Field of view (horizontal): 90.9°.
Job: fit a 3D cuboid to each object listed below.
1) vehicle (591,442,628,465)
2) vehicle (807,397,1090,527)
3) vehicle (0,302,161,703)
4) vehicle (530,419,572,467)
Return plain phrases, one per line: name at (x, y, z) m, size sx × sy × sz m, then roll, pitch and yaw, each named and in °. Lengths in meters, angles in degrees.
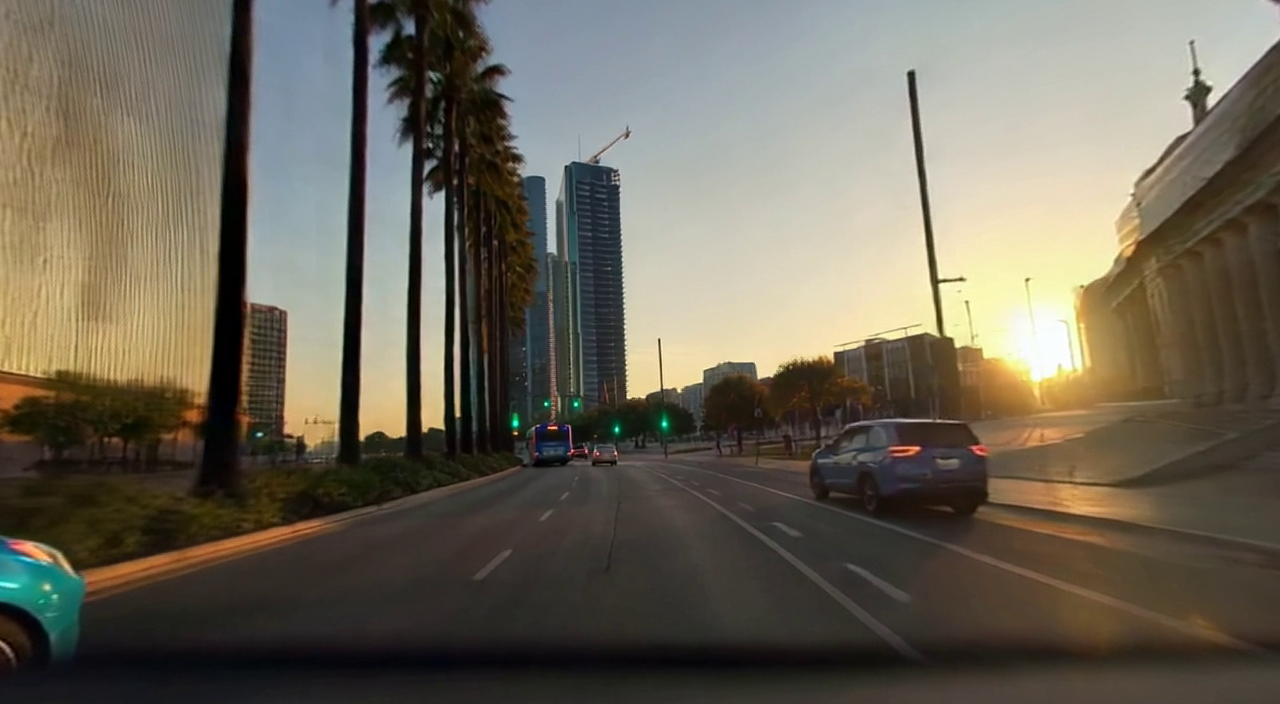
vehicle at (-2.097, 6.779, 42.299) m, size 2.107 × 1.481 × 4.097 m, roll 1°, pitch -8°, yaw -8°
vehicle at (5.177, 1.970, 11.816) m, size 2.212 × 1.854 × 5.419 m, roll 0°, pitch -8°, yaw -4°
vehicle at (-3.475, 0.491, 0.659) m, size 2.120 × 1.826 × 4.737 m, roll 0°, pitch -8°, yaw 1°
vehicle at (-6.300, 6.526, 45.164) m, size 2.678 × 3.042 × 8.474 m, roll 1°, pitch -8°, yaw -7°
